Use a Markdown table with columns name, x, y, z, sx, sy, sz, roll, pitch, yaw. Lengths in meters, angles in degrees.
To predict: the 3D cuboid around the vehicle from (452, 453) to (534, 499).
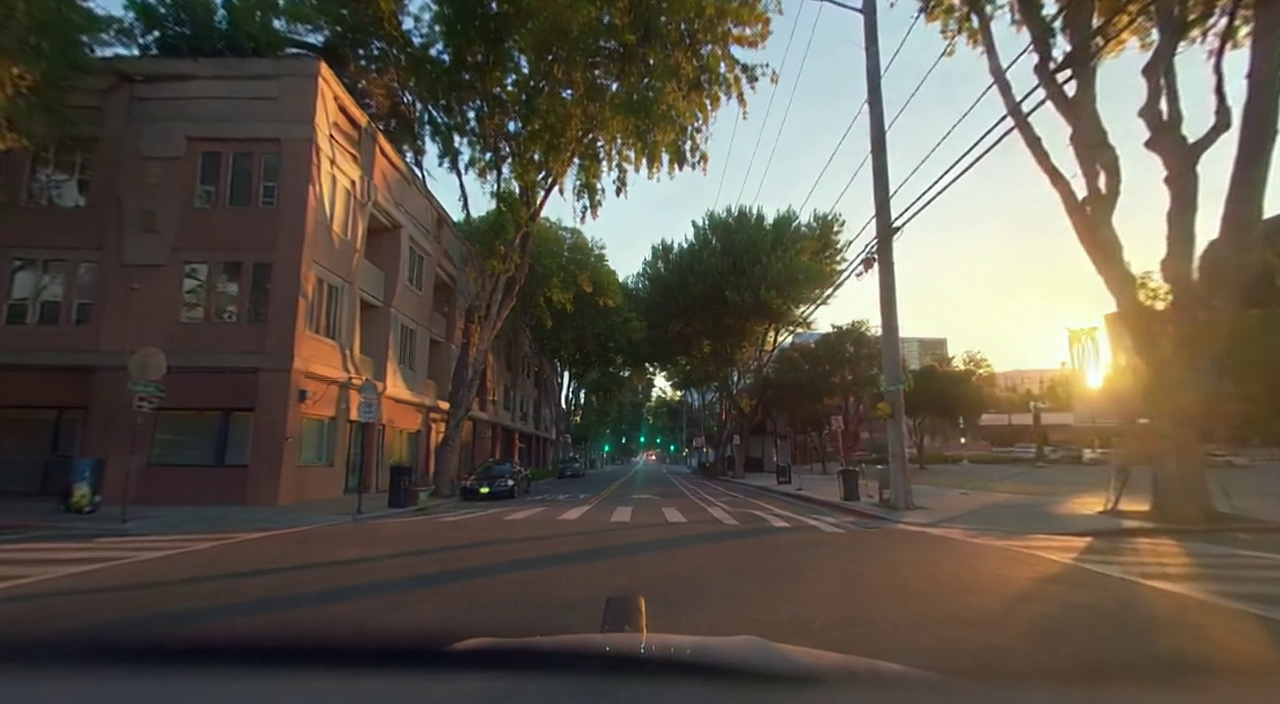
| name | x | y | z | sx | sy | sz | roll | pitch | yaw |
| --- | --- | --- | --- | --- | --- | --- | --- | --- | --- |
| vehicle | -5.819 | 4.947 | 25.596 | 2.223 | 1.658 | 4.621 | 0 | -9 | 0 |
